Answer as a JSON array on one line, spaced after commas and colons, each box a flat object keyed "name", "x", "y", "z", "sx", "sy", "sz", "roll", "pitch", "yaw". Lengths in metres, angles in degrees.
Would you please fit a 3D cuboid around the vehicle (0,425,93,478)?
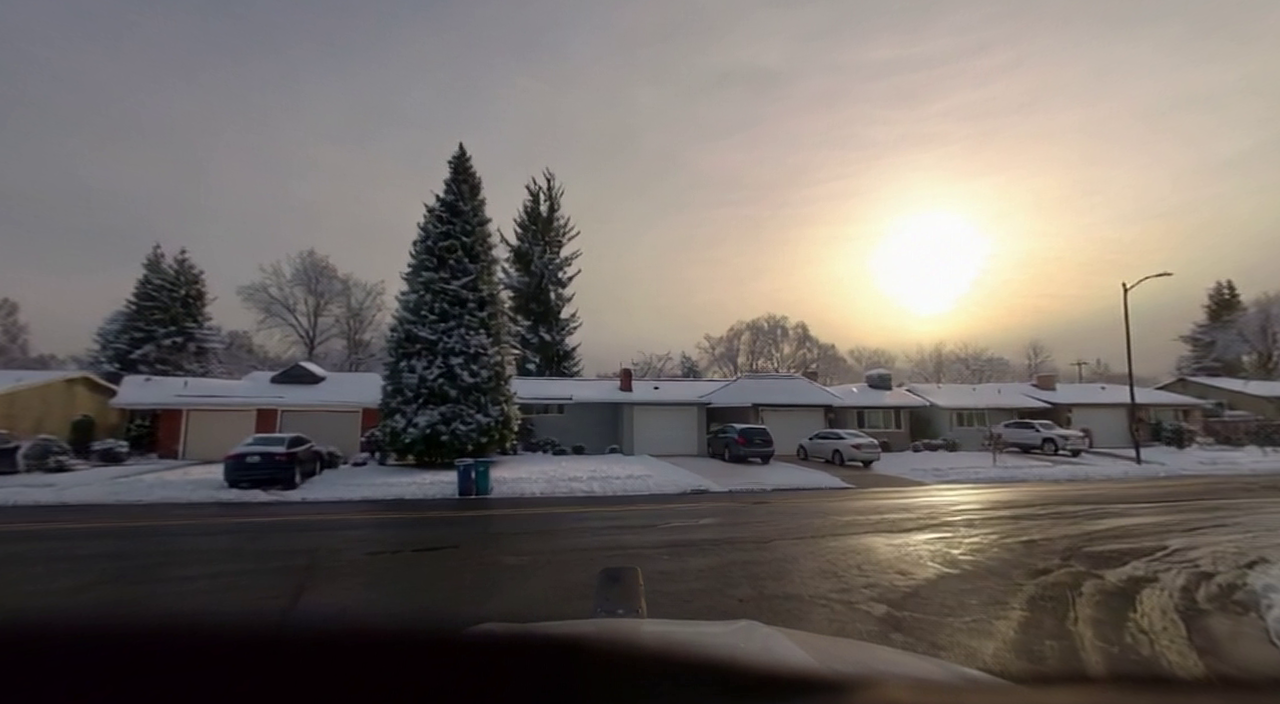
[{"name": "vehicle", "x": -21.818, "y": 3.407, "z": 21.617, "sx": 1.942, "sy": 1.700, "sz": 4.478, "roll": -1, "pitch": -9, "yaw": 4}]

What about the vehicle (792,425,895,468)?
[{"name": "vehicle", "x": 8.083, "y": 3.829, "z": 25.536, "sx": 1.873, "sy": 1.556, "sz": 4.216, "roll": 3, "pitch": -9, "yaw": -16}]

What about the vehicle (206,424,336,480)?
[{"name": "vehicle", "x": -12.186, "y": 3.350, "z": 21.299, "sx": 1.942, "sy": 1.651, "sz": 4.655, "roll": 1, "pitch": -9, "yaw": -6}]

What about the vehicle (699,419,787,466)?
[{"name": "vehicle", "x": 4.042, "y": 3.673, "z": 25.571, "sx": 1.937, "sy": 1.731, "sz": 4.179, "roll": 2, "pitch": -9, "yaw": -15}]
